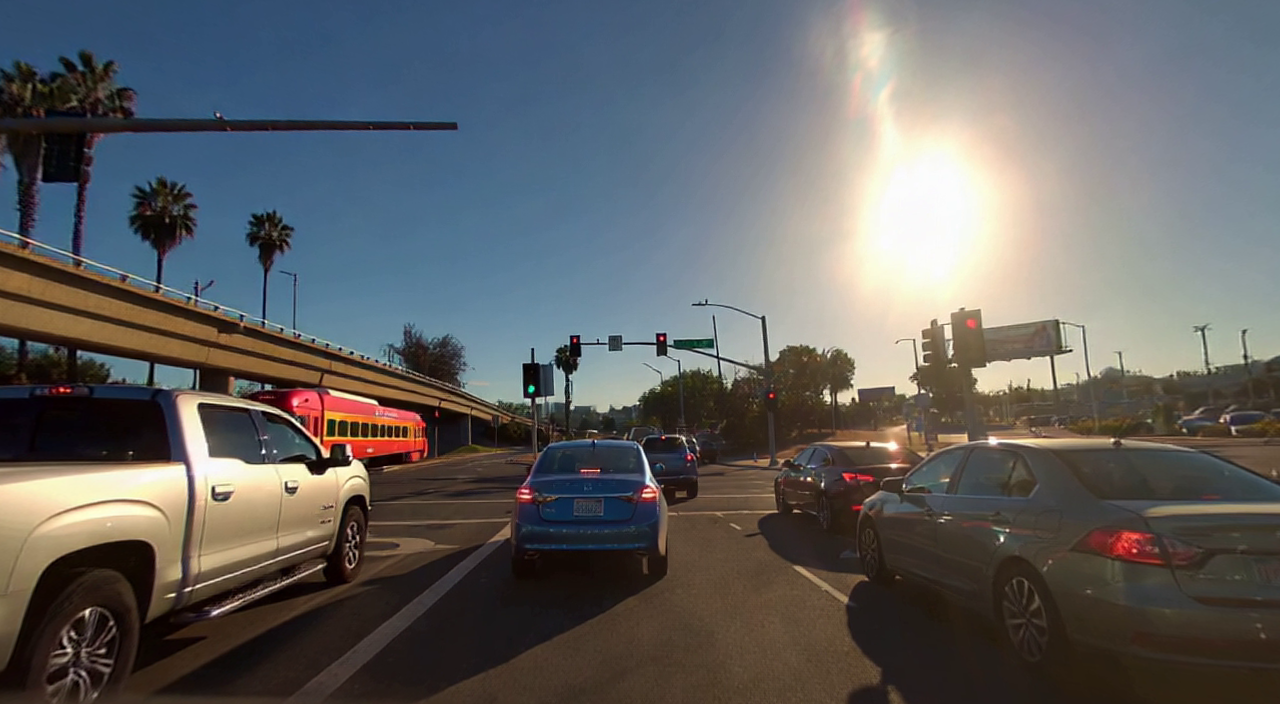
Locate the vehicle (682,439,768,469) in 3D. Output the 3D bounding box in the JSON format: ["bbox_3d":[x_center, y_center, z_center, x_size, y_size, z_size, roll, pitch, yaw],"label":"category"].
[{"bbox_3d":[4.213,5.163,32.090,1.878,1.428,4.416,5,-10,-33],"label":"vehicle"}]

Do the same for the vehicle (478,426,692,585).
[{"bbox_3d":[-0.613,1.771,8.143,2.035,1.491,4.090,0,-9,-3],"label":"vehicle"}]

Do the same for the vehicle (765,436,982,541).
[{"bbox_3d":[3.705,2.239,11.083,1.965,1.448,4.486,0,-9,-2],"label":"vehicle"}]

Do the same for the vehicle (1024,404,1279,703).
[{"bbox_3d":[3.874,0.908,2.299,2.052,1.496,4.541,0,-9,-1],"label":"vehicle"}]

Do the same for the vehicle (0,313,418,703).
[{"bbox_3d":[-3.787,1.122,5.057,2.078,1.838,5.448,0,-9,-1],"label":"vehicle"}]
